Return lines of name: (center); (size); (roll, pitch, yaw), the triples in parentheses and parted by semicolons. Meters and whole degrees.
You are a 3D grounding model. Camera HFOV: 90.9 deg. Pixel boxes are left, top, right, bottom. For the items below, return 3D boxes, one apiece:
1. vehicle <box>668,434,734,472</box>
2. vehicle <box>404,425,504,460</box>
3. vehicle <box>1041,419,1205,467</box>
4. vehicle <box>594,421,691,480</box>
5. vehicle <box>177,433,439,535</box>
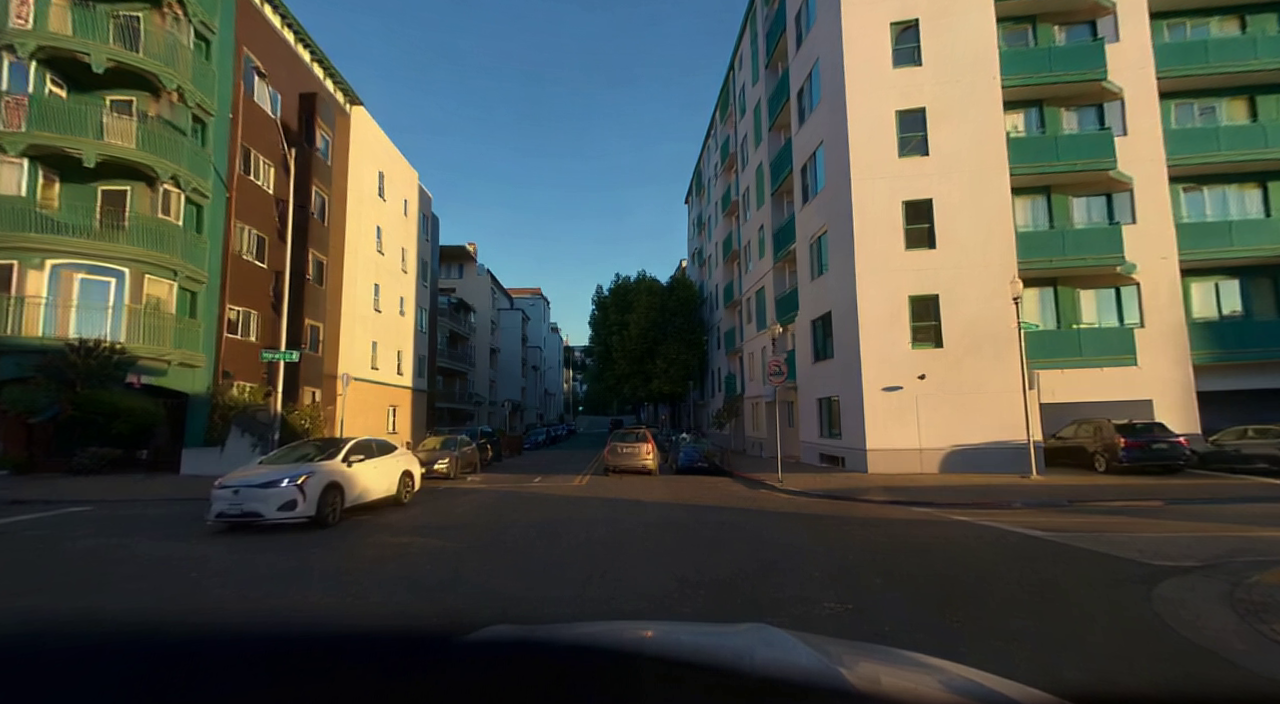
vehicle: (2.476, 4.281, 26.892); (2.290, 1.456, 4.503); (0, -8, -1)
vehicle: (-11.443, 5.591, 38.871); (5.540, 1.950, 2.113); (4, -12, -28)
vehicle: (15.317, 2.916, 20.146); (3.752, 1.453, 1.709); (0, -9, 2)
vehicle: (-0.063, 3.440, 22.163); (2.412, 1.834, 4.636); (2, -9, -13)
vehicle: (-5.638, 2.301, 11.736); (2.226, 1.465, 5.034); (0, -8, -1)
